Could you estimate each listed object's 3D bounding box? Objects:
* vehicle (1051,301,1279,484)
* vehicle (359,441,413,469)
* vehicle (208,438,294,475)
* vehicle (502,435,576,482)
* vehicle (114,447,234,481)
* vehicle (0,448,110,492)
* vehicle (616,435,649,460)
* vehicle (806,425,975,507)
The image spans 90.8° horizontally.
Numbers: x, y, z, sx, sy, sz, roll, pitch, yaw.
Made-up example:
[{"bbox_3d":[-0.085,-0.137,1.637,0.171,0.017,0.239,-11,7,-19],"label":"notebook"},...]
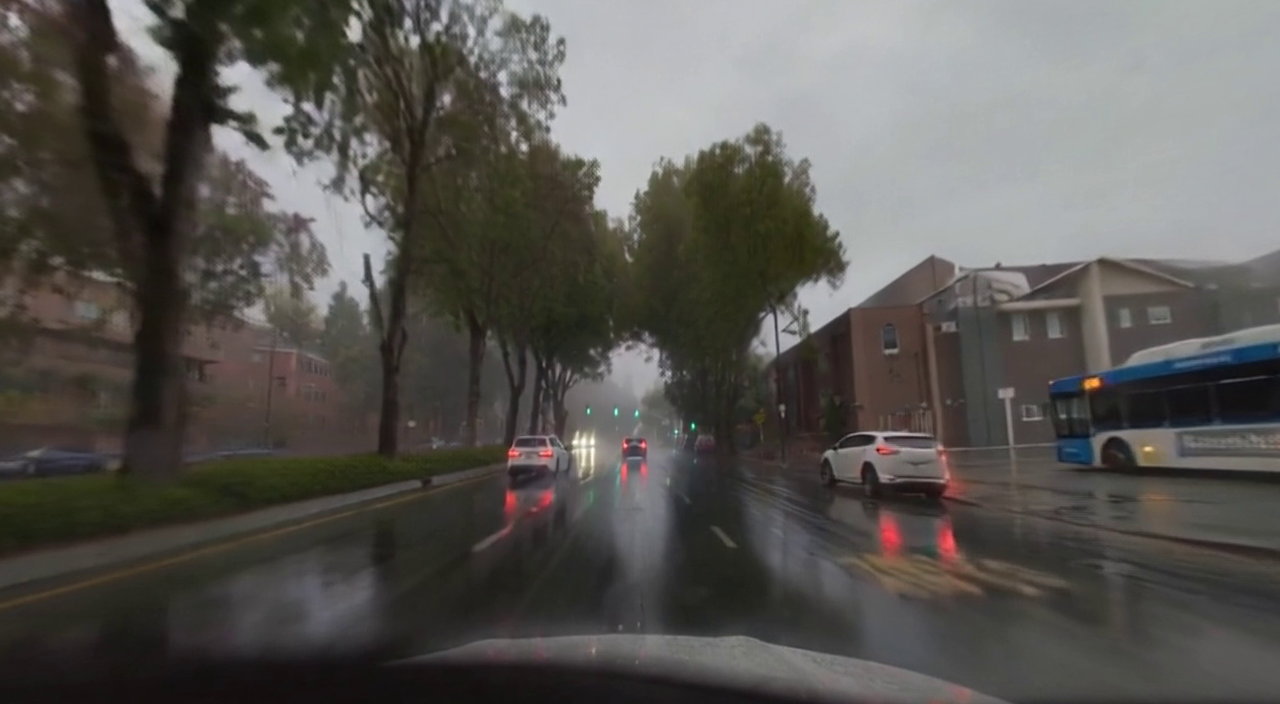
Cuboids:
[{"bbox_3d":[17.734,1.001,16.176,3.225,4.571,16.558,-3,-8,0],"label":"vehicle"},{"bbox_3d":[-15.454,6.257,38.665,1.806,1.590,4.151,0,-8,-3],"label":"vehicle"},{"bbox_3d":[-21.862,5.882,35.793,1.947,1.857,4.851,-1,-9,-3],"label":"vehicle"},{"bbox_3d":[-3.504,3.789,22.787,1.934,1.522,4.287,0,-8,1],"label":"vehicle"},{"bbox_3d":[-22.176,5.319,30.369,2.137,1.493,4.852,0,-8,-1],"label":"vehicle"},{"bbox_3d":[-22.100,4.322,23.488,1.655,1.455,3.653,0,-9,-2],"label":"vehicle"},{"bbox_3d":[-0.487,6.202,40.901,1.999,1.520,3.896,0,-8,-1],"label":"vehicle"},{"bbox_3d":[6.366,2.965,17.039,2.206,1.803,5.753,0,-8,0],"label":"vehicle"}]
